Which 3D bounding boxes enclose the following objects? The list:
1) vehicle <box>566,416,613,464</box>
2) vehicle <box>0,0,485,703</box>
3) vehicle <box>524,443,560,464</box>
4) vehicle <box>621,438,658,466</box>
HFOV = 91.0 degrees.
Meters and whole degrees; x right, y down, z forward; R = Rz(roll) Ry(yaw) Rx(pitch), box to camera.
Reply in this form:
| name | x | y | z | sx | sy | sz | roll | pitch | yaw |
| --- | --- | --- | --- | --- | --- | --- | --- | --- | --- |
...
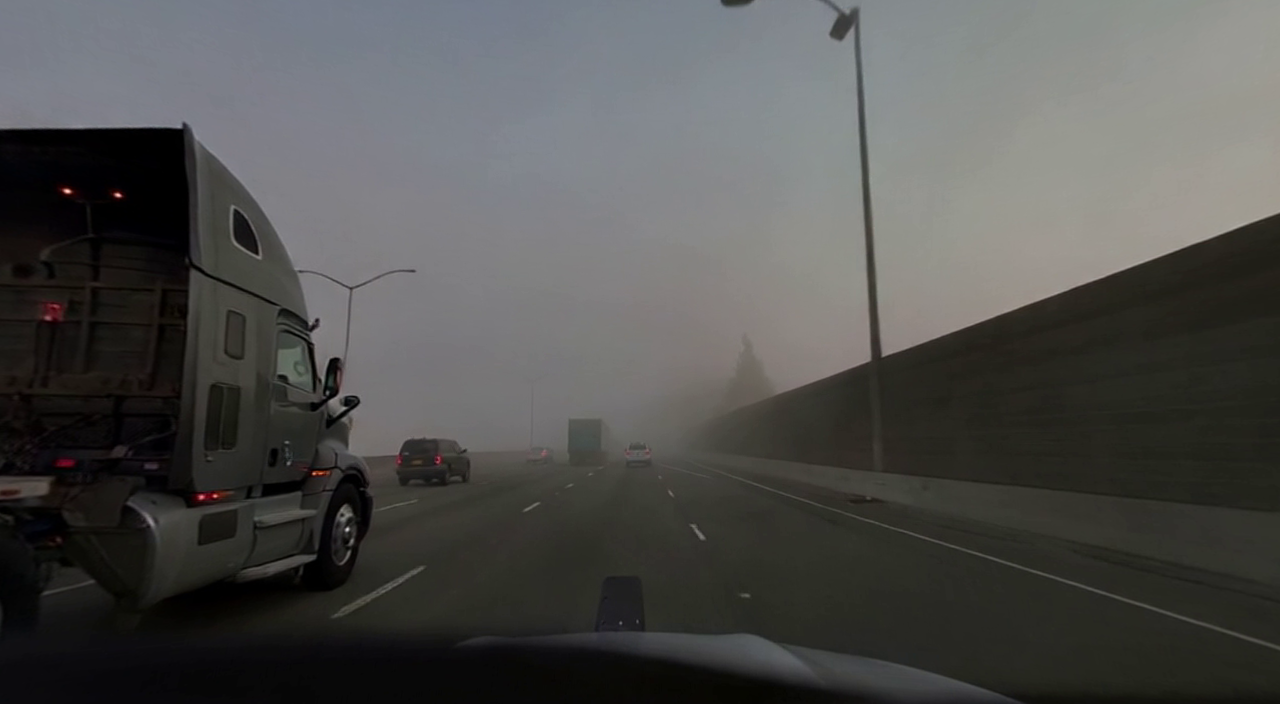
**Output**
| name | x | y | z | sx | sy | sz | roll | pitch | yaw |
| --- | --- | --- | --- | --- | --- | --- | --- | --- | --- |
| vehicle | -3.753 | 6.870 | 48.799 | 2.956 | 3.331 | 9.575 | 0 | -9 | -1 |
| vehicle | -3.792 | 0.433 | 4.141 | 3.025 | 3.266 | 9.256 | 0 | -9 | 1 |
| vehicle | -7.295 | 7.575 | 47.101 | 1.962 | 1.489 | 4.002 | 0 | -9 | 1 |
| vehicle | -0.033 | 6.250 | 39.443 | 2.178 | 1.640 | 4.071 | 0 | -9 | 0 |
